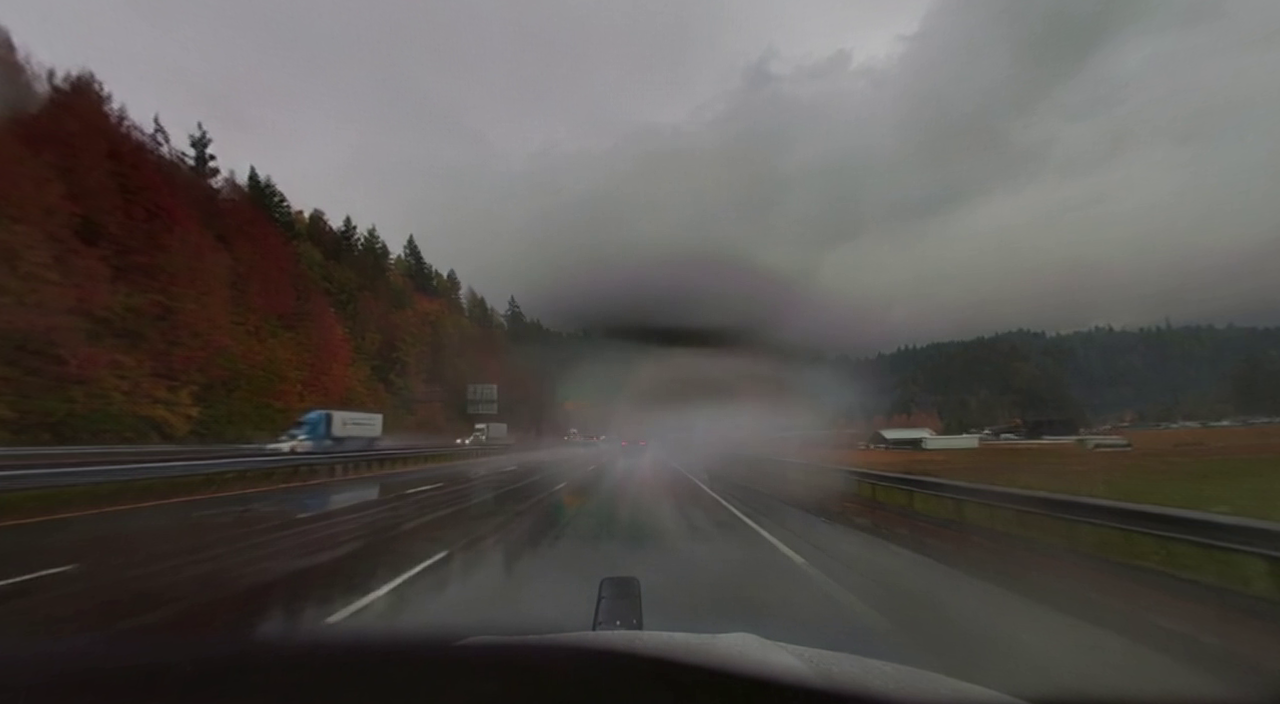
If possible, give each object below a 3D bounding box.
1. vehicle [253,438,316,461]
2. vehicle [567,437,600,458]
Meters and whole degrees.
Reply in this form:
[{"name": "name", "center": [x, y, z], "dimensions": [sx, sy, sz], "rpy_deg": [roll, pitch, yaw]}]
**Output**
[{"name": "vehicle", "center": [-24.374, 6.679, 43.245], "dimensions": [1.843, 1.502, 4.124], "rpy_deg": [0, -8, 1]}, {"name": "vehicle", "center": [-4.264, 7.247, 47.778], "dimensions": [2.004, 1.497, 4.260], "rpy_deg": [0, -8, 1]}]
